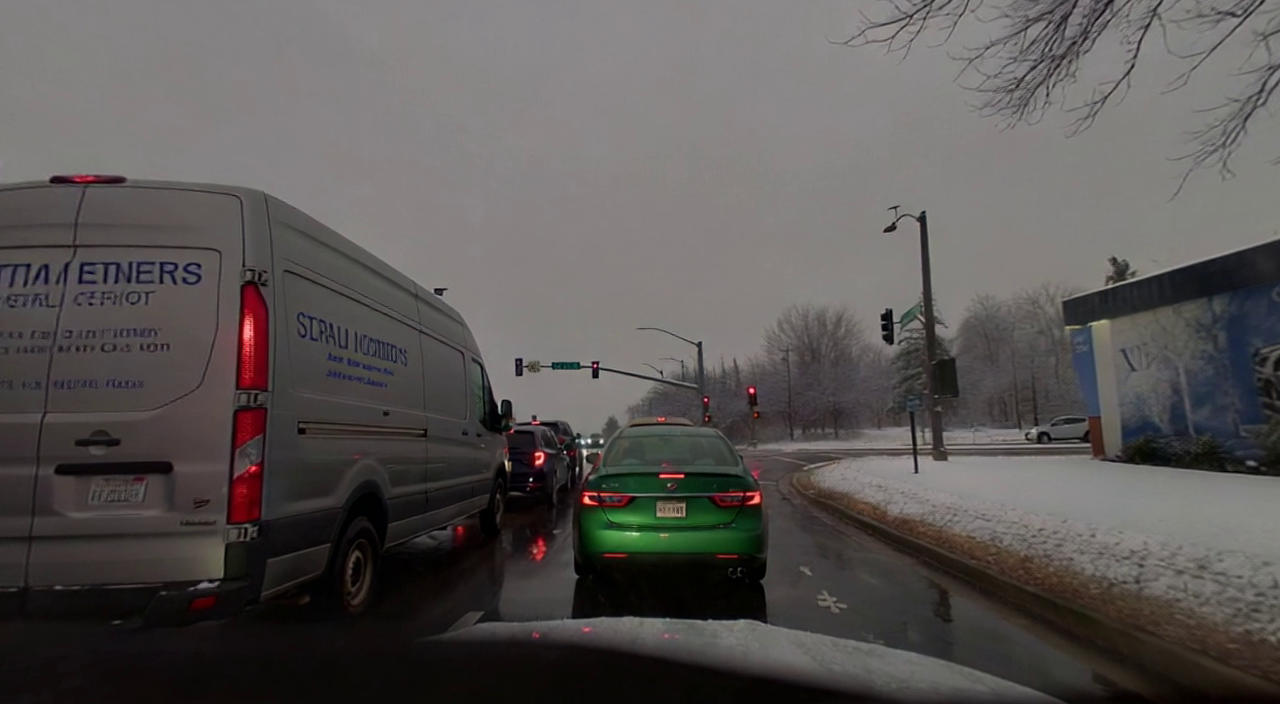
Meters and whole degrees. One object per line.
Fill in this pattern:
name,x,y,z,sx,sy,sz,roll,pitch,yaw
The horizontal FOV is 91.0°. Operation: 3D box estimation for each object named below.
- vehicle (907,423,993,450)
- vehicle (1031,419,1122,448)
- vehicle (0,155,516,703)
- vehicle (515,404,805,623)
vehicle,21.938,6.030,44.606,5.021,1.848,2.210,1,-9,-9
vehicle,31.980,6.025,46.188,5.084,2.041,2.360,1,-9,-9
vehicle,-3.076,0.886,5.904,2.555,3.035,5.702,0,-8,1
vehicle,0.304,1.646,7.430,2.398,1.773,4.254,-1,-8,4
